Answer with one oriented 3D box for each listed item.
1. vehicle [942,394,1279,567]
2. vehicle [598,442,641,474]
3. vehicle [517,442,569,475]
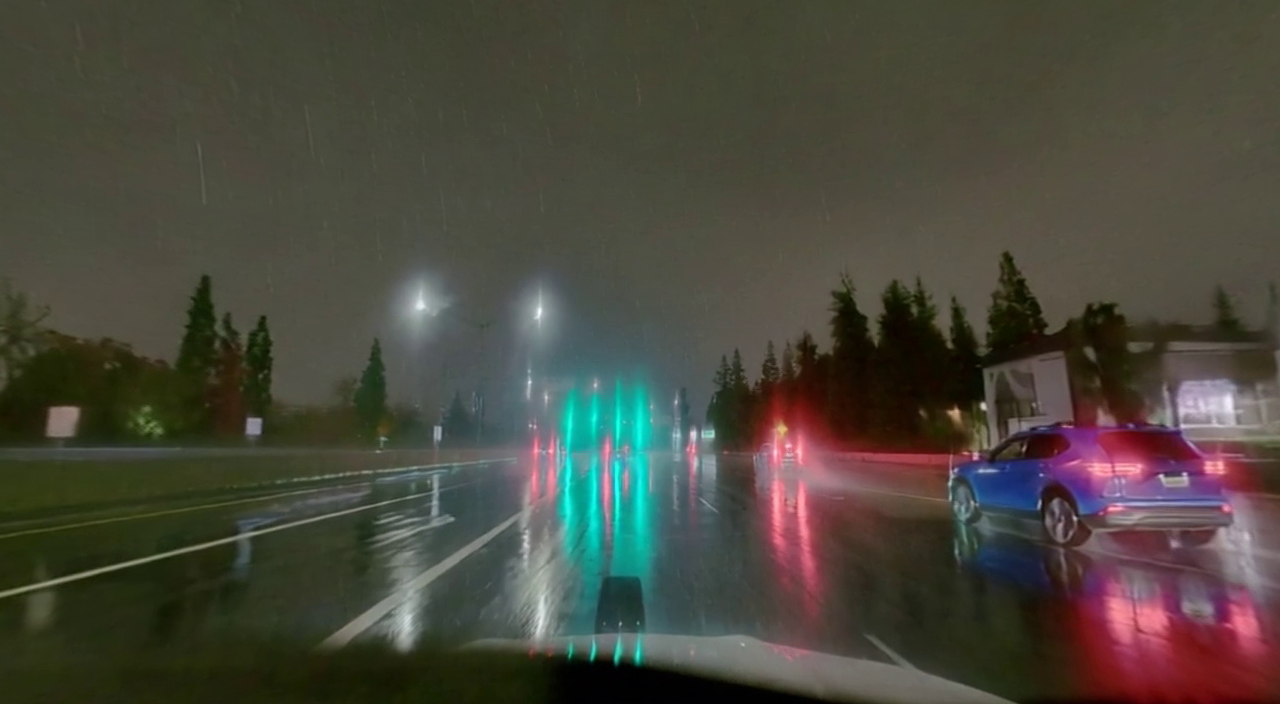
[{"bbox_3d":[6.612,1.698,9.077,2.028,1.801,4.741,0,-9,-2],"label":"vehicle"},{"bbox_3d":[-1.047,5.342,31.975,1.997,1.485,4.094,0,-9,-2],"label":"vehicle"},{"bbox_3d":[-4.689,5.210,31.205,1.886,1.465,4.625,0,-9,-1],"label":"vehicle"}]
